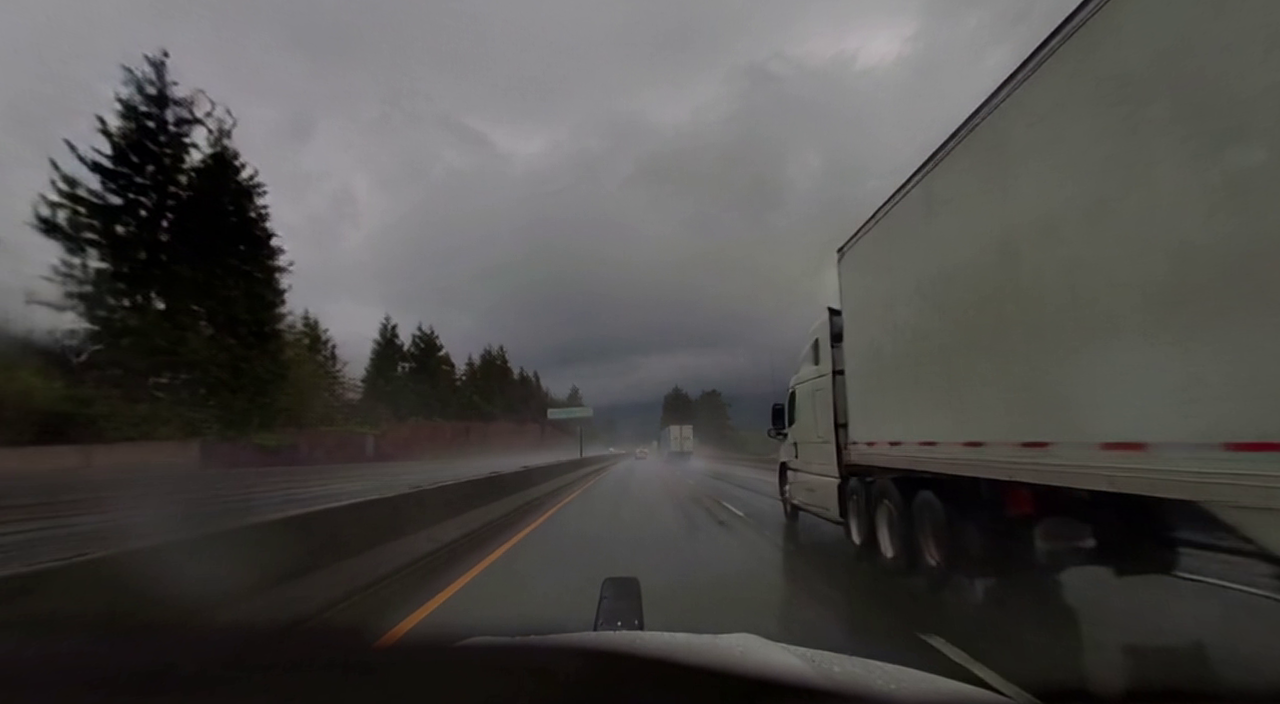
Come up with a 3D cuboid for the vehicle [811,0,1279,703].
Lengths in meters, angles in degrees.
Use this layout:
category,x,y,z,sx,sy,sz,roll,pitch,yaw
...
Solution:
category,x,y,z,sx,sy,sz,roll,pitch,yaw
vehicle,4.163,-0.367,2.093,2.926,4.060,14.068,0,-9,-1
